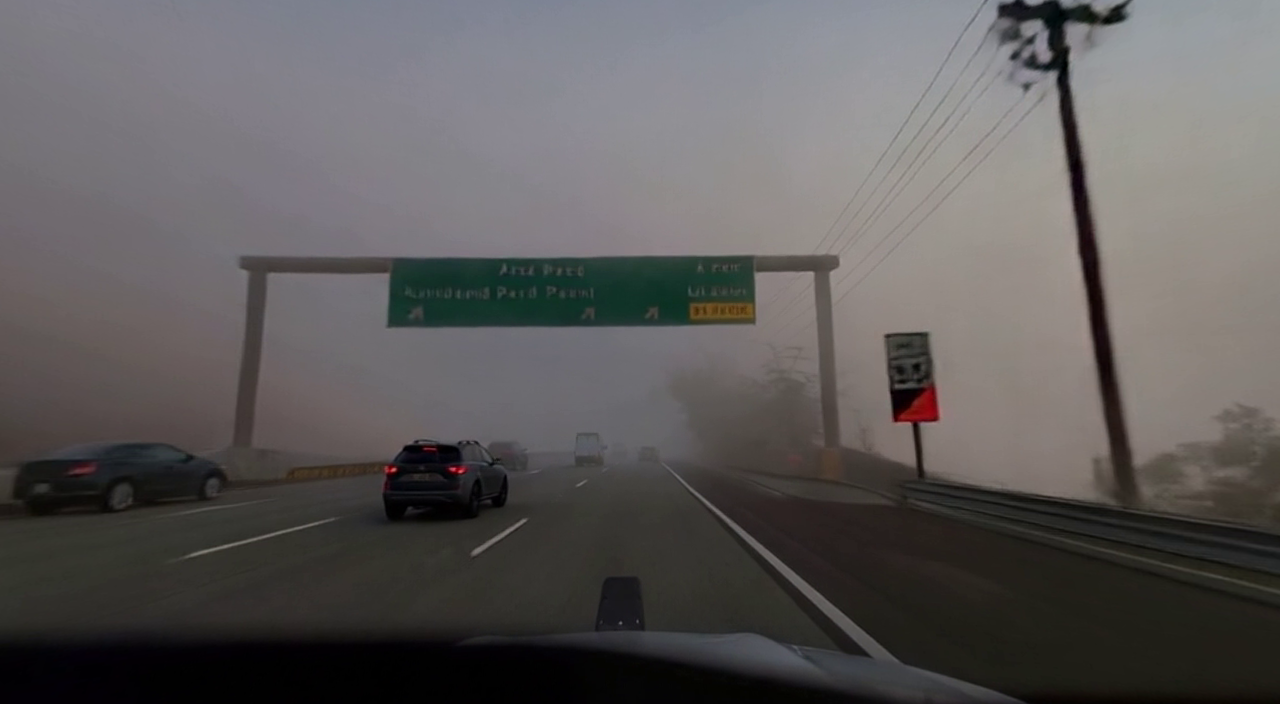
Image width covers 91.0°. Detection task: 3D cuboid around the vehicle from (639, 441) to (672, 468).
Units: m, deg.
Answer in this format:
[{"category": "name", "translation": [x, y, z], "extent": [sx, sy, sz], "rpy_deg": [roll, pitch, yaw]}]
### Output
[{"category": "vehicle", "translation": [1.021, 6.761, 41.644], "extent": [2.038, 1.677, 4.219], "rpy_deg": [0, -9, 2]}]

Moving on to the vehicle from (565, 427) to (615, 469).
[{"category": "vehicle", "translation": [-3.684, 7.409, 48.579], "extent": [2.915, 2.885, 9.394], "rpy_deg": [0, -9, 1]}]

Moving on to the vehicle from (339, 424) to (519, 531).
[{"category": "vehicle", "translation": [-3.765, 2.318, 12.158], "extent": [1.976, 1.688, 4.124], "rpy_deg": [0, -9, 1]}]

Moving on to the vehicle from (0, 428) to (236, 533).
[{"category": "vehicle", "translation": [-11.008, 2.499, 12.933], "extent": [2.097, 1.722, 4.981], "rpy_deg": [0, -9, 0]}]
